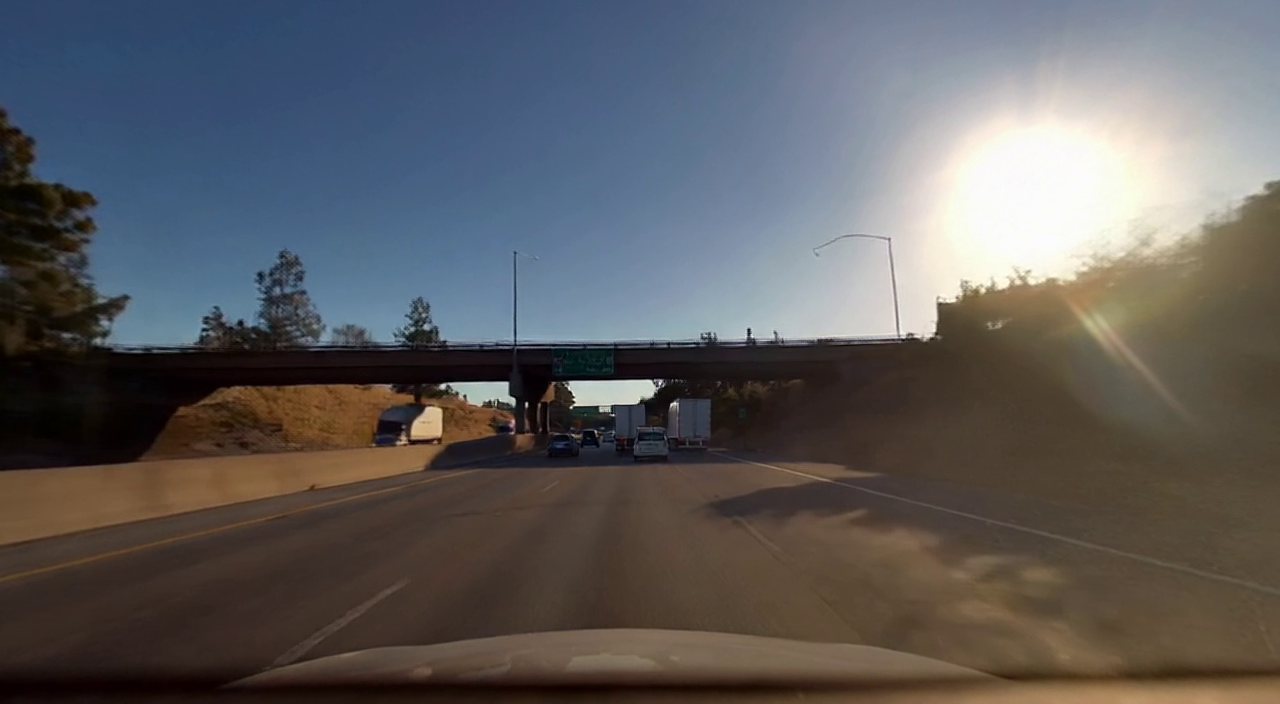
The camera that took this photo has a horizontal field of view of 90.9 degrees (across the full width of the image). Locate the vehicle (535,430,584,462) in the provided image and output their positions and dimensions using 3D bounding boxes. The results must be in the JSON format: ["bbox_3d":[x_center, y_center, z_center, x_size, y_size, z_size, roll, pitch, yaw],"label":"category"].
[{"bbox_3d":[-4.040,4.811,32.477,1.979,1.527,4.754,0,-8,-1],"label":"vehicle"}]

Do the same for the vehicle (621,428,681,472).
[{"bbox_3d":[0.328,3.629,23.578,2.059,1.522,3.693,0,-8,-2],"label":"vehicle"}]
